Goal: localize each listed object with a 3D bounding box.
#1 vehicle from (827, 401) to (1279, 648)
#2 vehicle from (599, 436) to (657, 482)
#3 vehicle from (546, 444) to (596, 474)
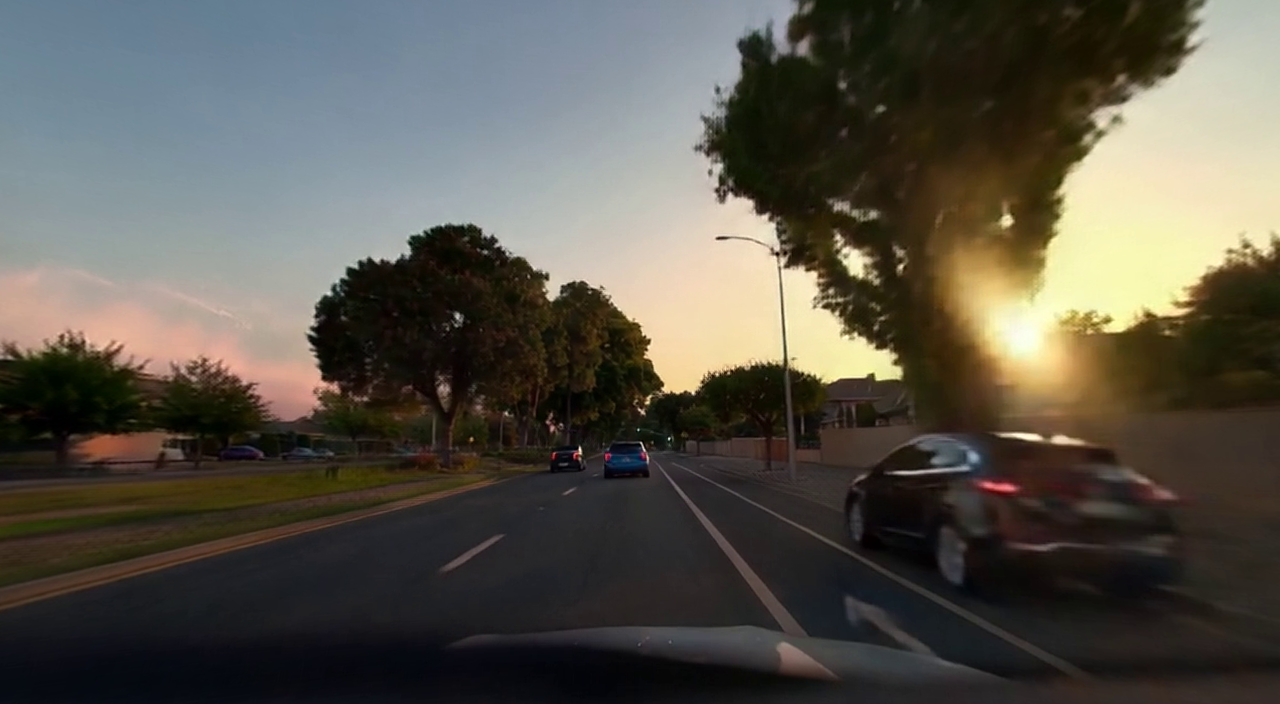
[{"bbox_3d":[3.878,1.577,6.874,2.332,1.769,4.518,0,-8,1],"label":"vehicle"},{"bbox_3d":[-0.466,4.383,26.060,2.220,1.742,4.047,0,-8,0],"label":"vehicle"},{"bbox_3d":[-3.489,5.493,32.604,2.032,1.433,4.458,0,-8,1],"label":"vehicle"}]
